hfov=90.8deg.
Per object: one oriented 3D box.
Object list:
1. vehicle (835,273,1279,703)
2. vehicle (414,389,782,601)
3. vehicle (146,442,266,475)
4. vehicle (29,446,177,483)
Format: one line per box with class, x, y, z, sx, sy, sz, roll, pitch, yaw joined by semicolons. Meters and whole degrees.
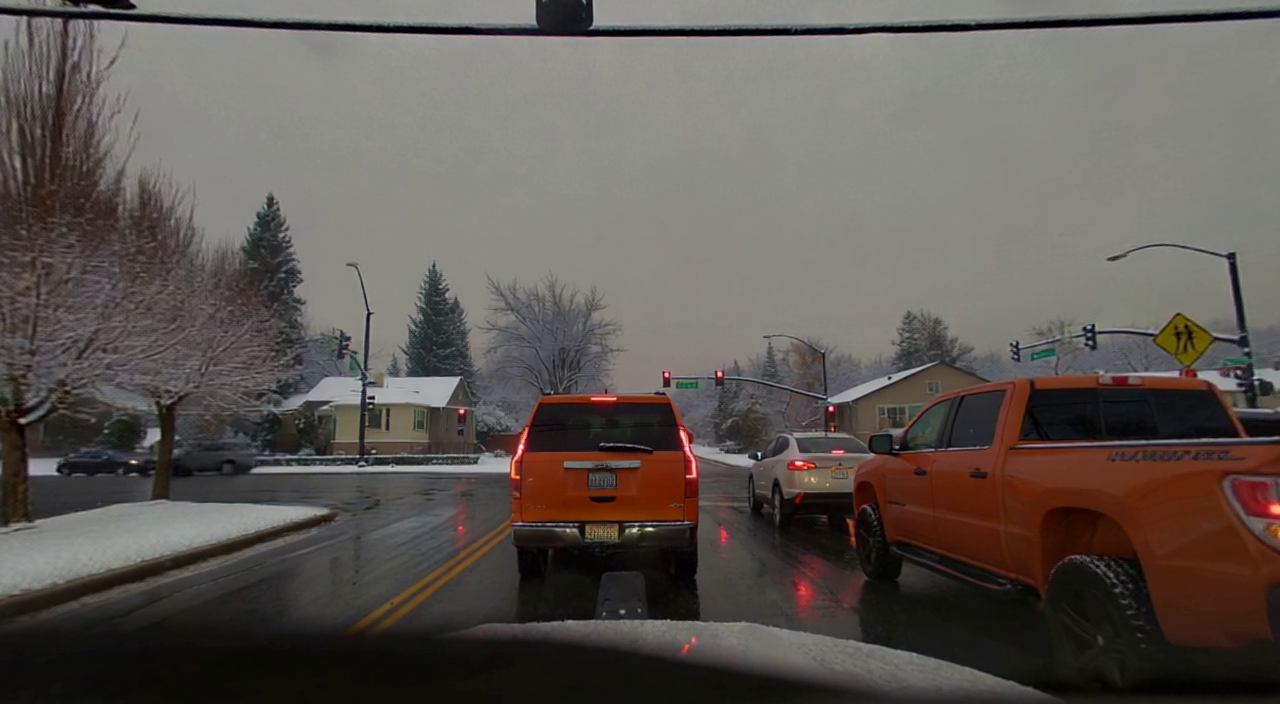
vehicle;2.976;0.947;3.869;1.886;1.849;5.070;0;-8;-1
vehicle;-0.285;1.396;6.681;3.379;1.780;1.915;-2;-8;11
vehicle;-21.059;5.167;30.820;4.404;1.534;1.704;1;-8;-9
vehicle;-22.867;4.786;27.075;4.533;1.350;1.714;0;-7;-9
